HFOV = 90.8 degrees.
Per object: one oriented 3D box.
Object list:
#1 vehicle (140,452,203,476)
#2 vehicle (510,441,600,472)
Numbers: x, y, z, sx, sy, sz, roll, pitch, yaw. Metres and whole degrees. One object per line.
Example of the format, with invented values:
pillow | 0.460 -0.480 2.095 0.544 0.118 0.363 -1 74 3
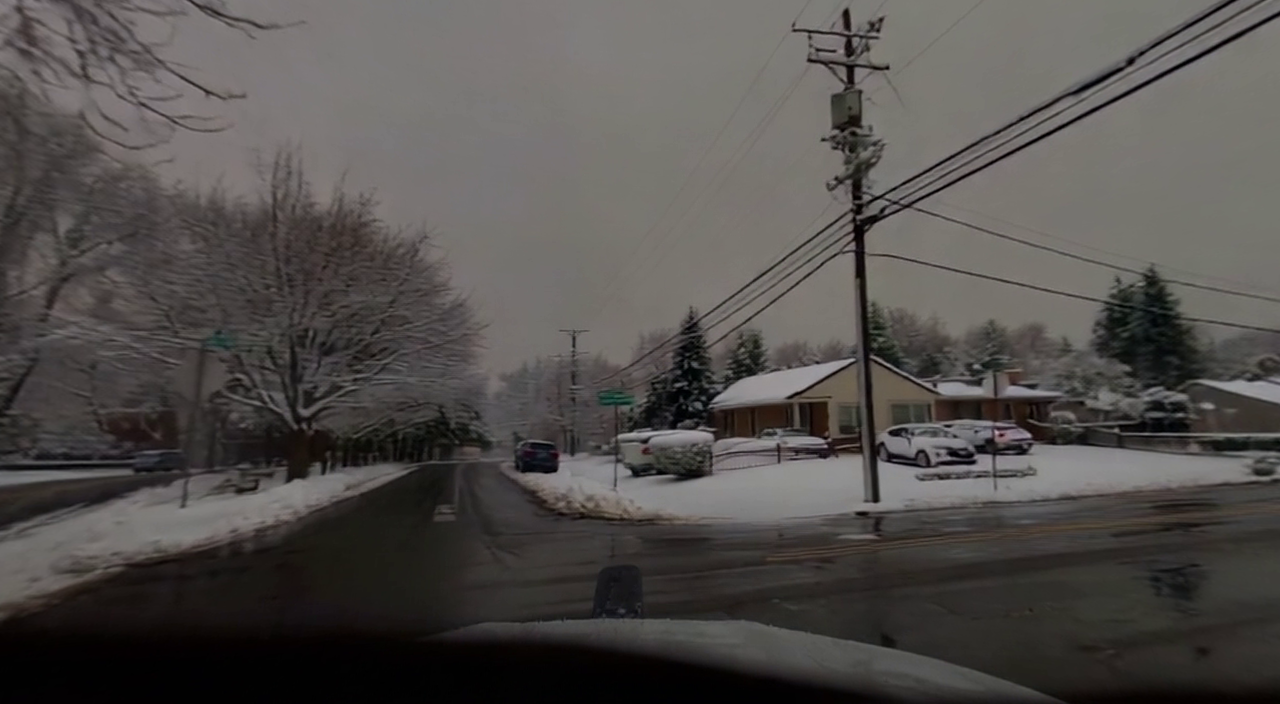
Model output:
vehicle | -36.610 8.752 49.472 2.010 1.689 4.461 1 -8 -9
vehicle | -4.879 5.989 36.329 4.784 1.647 1.947 4 -9 -22
